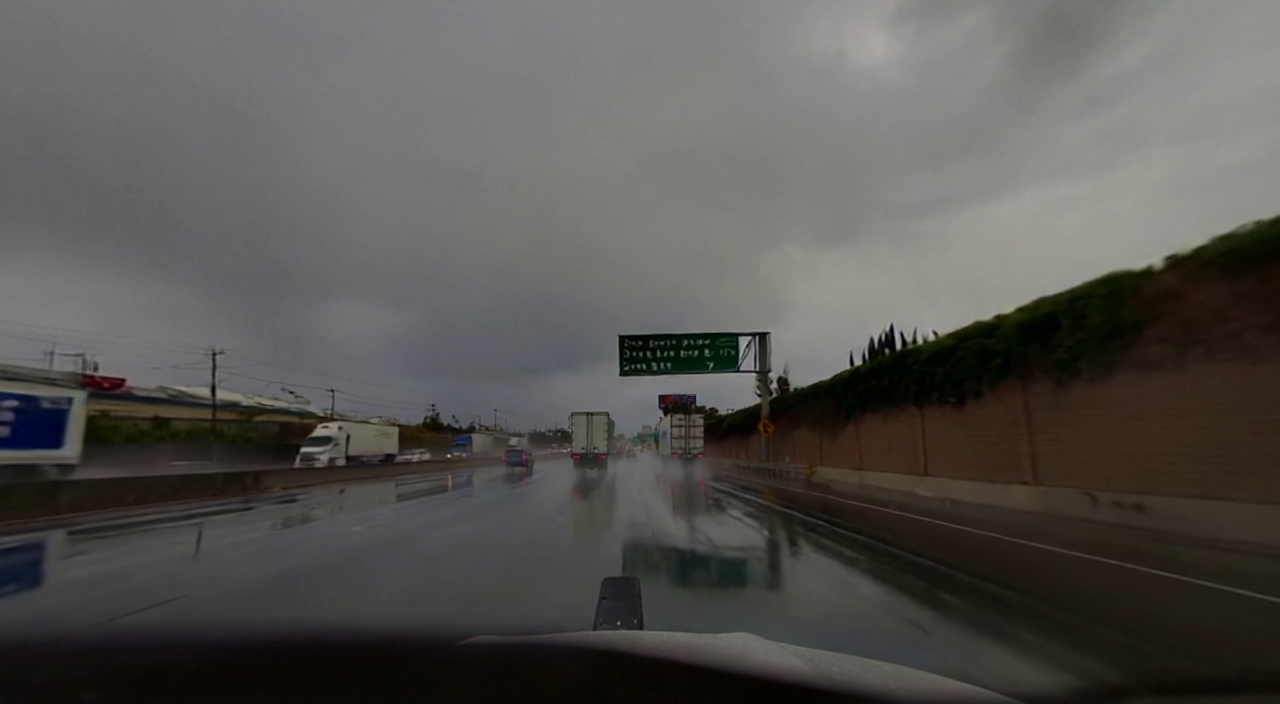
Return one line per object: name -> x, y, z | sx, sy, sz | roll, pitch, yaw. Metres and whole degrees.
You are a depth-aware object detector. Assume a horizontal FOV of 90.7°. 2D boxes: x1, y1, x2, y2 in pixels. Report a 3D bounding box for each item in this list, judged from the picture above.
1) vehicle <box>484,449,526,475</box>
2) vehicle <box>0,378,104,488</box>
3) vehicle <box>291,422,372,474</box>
vehicle -> -9.175, 7.489, 43.439 | 2.132, 1.679, 4.045 | 0, -9, -2
vehicle -> -23.375, 2.406, 19.318 | 2.759, 3.747, 13.134 | 0, -9, -1
vehicle -> -23.425, 7.332, 48.427 | 3.021, 3.620, 6.267 | 0, -9, -1
